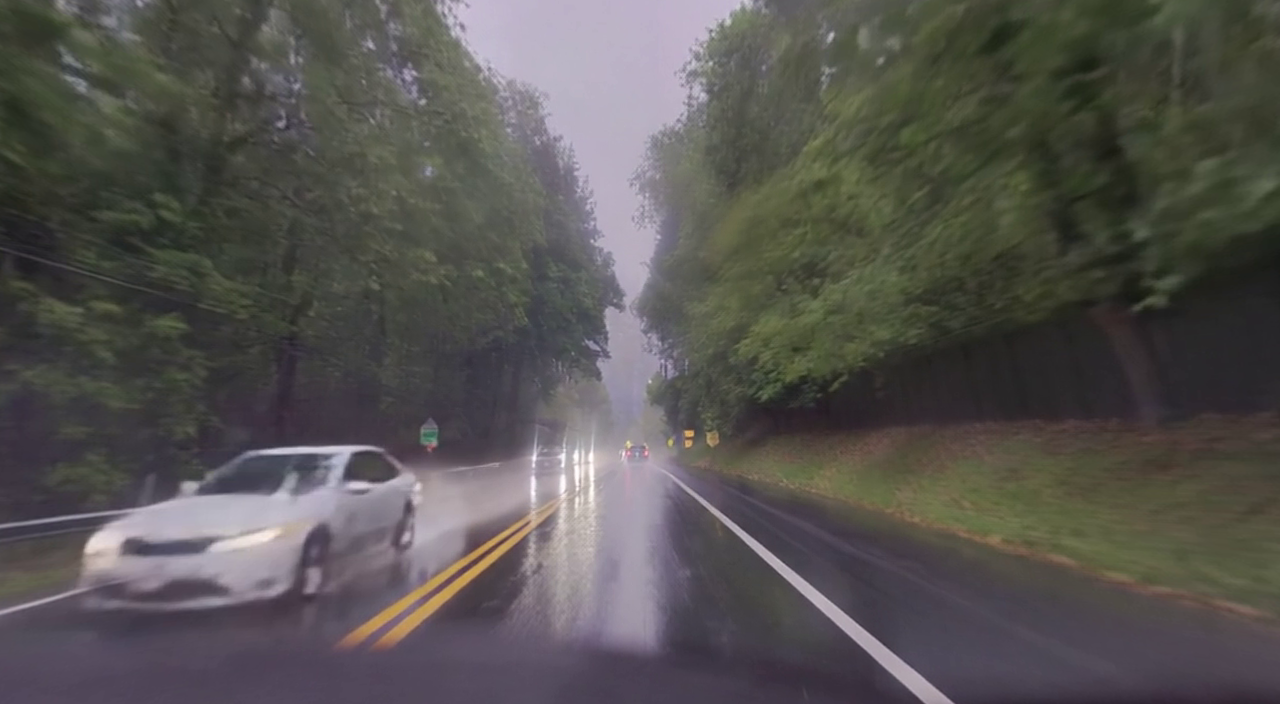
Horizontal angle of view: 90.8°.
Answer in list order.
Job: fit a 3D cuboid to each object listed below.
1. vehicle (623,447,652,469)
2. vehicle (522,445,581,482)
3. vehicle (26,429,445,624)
[{"bbox_3d":[-0.196,7.674,46.116,2.067,1.486,3.861,0,-8,-1],"label":"vehicle"},{"bbox_3d":[-3.870,4.947,28.383,1.981,1.486,4.348,-1,-8,0],"label":"vehicle"},{"bbox_3d":[-3.913,1.715,7.243,1.987,1.526,4.205,-1,-8,0],"label":"vehicle"}]
